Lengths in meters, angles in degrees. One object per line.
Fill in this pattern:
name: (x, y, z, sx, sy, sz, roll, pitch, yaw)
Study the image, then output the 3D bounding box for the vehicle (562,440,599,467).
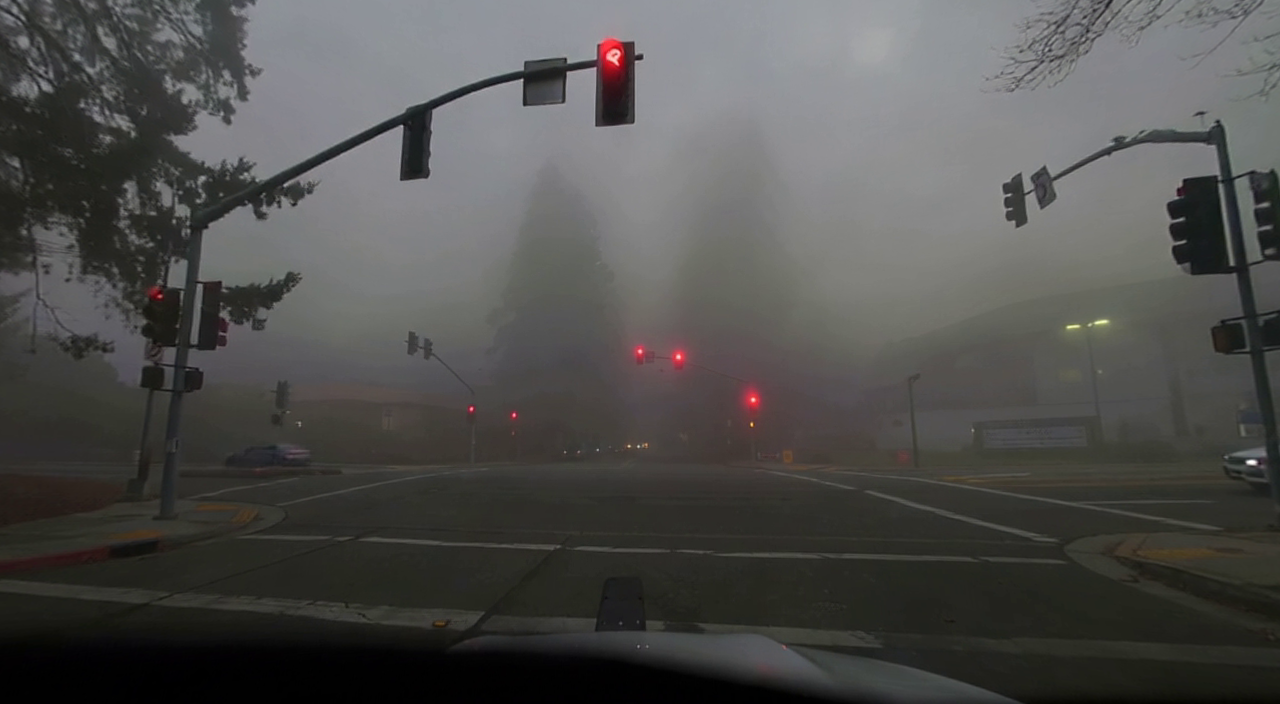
vehicle: (-4.116, 7.103, 44.267, 2.251, 1.756, 4.610, 0, -9, -2)

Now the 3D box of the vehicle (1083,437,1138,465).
vehicle: (26.961, 5.655, 36.145, 2.092, 1.474, 4.046, -8, -11, 41)

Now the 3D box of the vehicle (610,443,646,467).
vehicle: (-0.873, 6.851, 42.135, 2.056, 1.492, 3.937, 1, -9, -6)

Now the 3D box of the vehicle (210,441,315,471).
vehicle: (-19.826, 5.479, 33.247, 4.588, 1.484, 2.000, -3, -9, 14)
